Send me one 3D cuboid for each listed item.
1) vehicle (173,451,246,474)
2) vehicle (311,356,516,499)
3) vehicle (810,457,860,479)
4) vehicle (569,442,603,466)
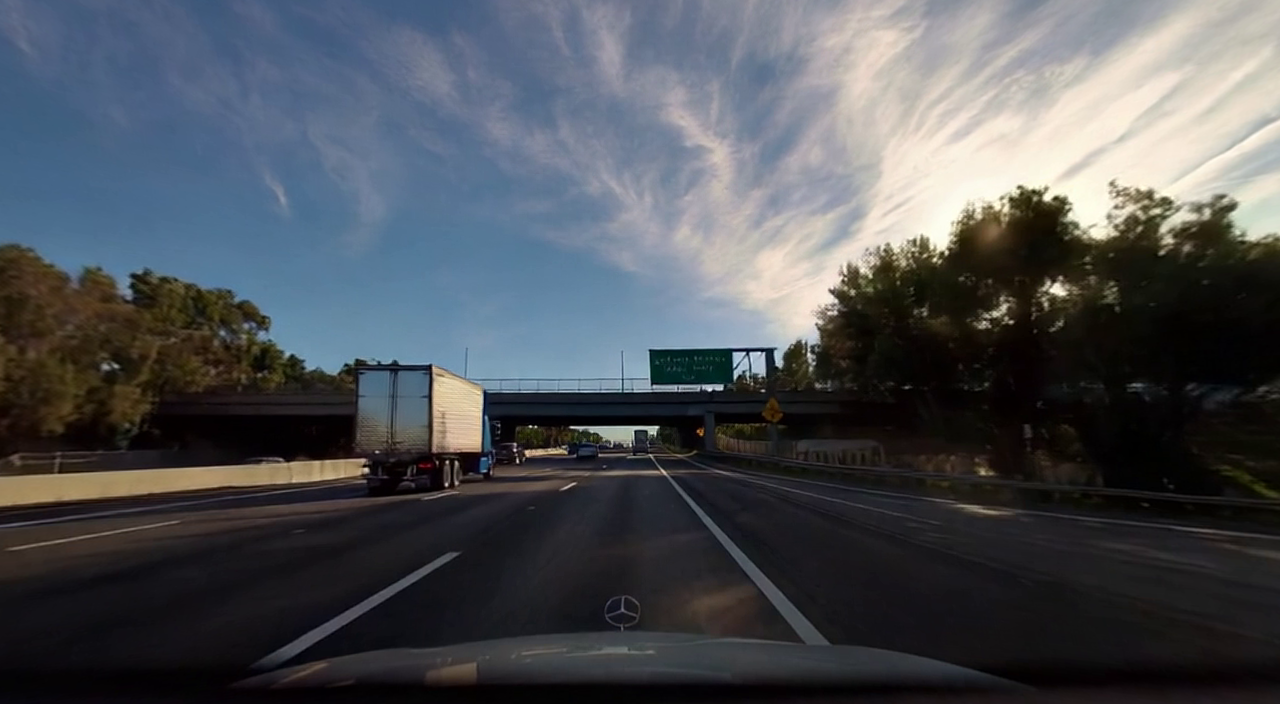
[{"bbox_3d":[-32.265,8.261,47.413,1.979,1.628,4.951,0,-9,0],"label":"vehicle"},{"bbox_3d":[-7.143,2.808,22.267,3.303,3.868,10.298,0,-9,1],"label":"vehicle"},{"bbox_3d":[14.338,8.537,46.572,1.993,1.466,4.310,1,-9,-6],"label":"vehicle"},{"bbox_3d":[-4.016,7.699,47.571,2.094,1.695,4.260,0,-9,1],"label":"vehicle"}]
